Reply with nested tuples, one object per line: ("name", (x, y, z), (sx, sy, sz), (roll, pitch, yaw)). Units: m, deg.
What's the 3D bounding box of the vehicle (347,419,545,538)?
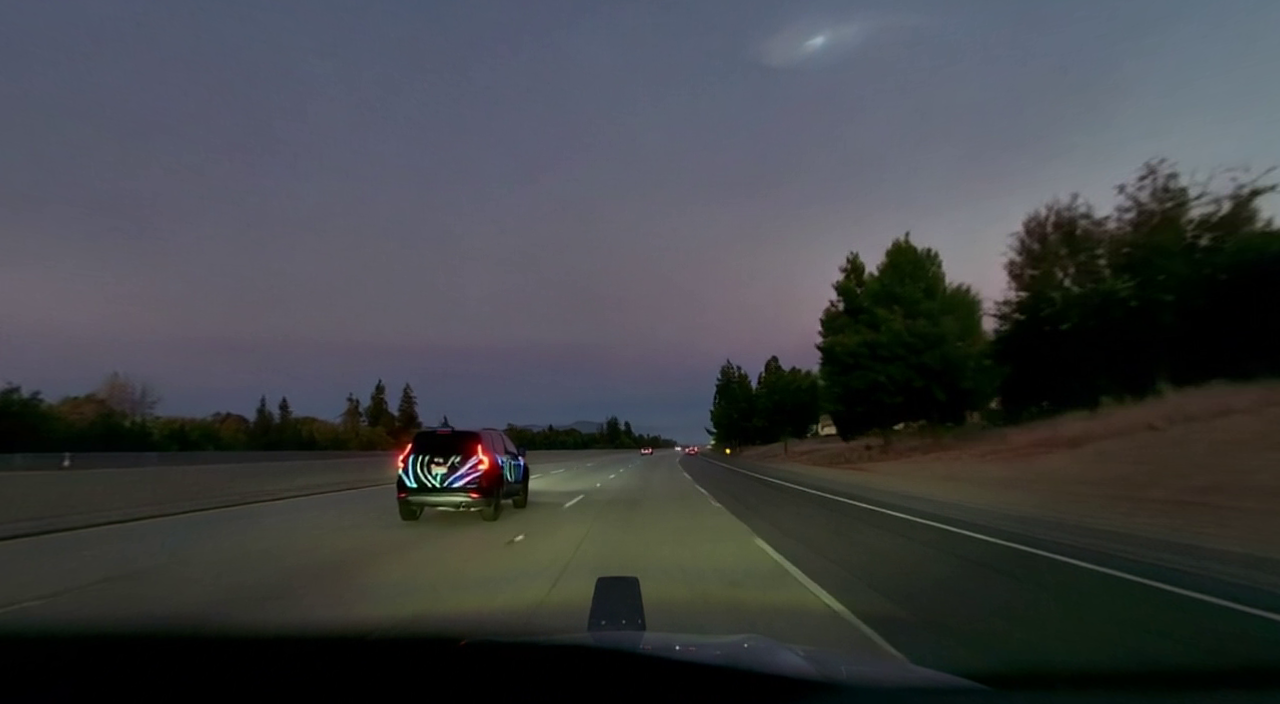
("vehicle", (-3.349, 2.293, 12.104), (2.183, 1.803, 4.685), (0, -8, 2))
